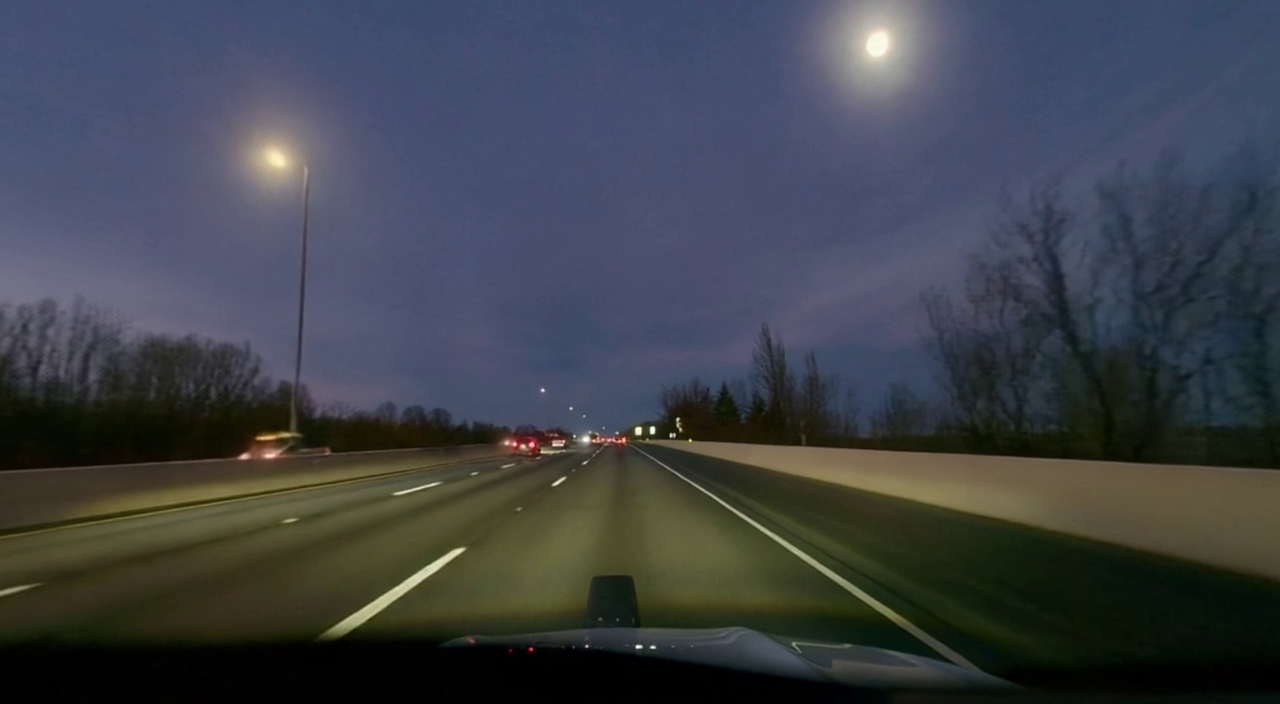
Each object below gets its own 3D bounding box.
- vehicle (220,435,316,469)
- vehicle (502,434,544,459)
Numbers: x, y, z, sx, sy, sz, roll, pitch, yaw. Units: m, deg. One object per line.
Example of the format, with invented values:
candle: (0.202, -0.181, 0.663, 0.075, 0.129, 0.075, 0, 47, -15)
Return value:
vehicle: (-19.992, 5.359, 34.121, 2.082, 1.681, 5.193, 0, -8, -1)
vehicle: (-7.355, 5.947, 39.738, 1.988, 1.505, 4.044, 0, -8, -2)
